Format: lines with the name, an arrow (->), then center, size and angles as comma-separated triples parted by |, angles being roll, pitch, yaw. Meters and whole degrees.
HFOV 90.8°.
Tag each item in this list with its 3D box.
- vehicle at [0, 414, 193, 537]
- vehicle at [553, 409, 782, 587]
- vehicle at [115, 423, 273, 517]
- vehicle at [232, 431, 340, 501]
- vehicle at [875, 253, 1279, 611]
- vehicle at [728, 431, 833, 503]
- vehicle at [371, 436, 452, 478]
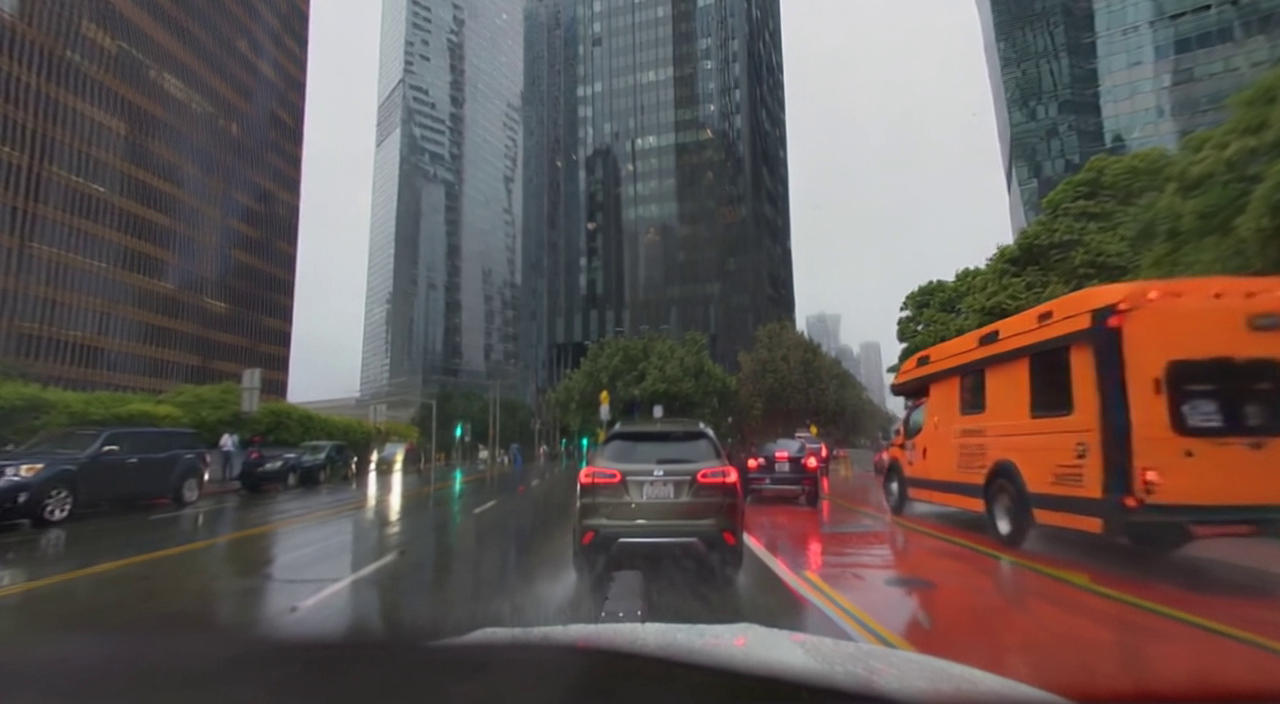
vehicle -> -10.332, 2.220, 11.825 | 1.543, 1.946, 3.454 | 1, -9, -5
vehicle -> 0.324, 1.713, 8.232 | 2.192, 1.695, 4.142 | 0, -8, 2
vehicle -> -10.667, 2.816, 15.434 | 1.482, 2.019, 3.297 | 0, -8, -3
vehicle -> -10.967, 3.510, 19.850 | 1.559, 1.973, 3.419 | 1, -8, -4
vehicle -> 6.310, 1.194, 9.281 | 3.113, 3.116, 7.650 | -1, -8, 3
vehicle -> 3.850, 3.236, 18.255 | 2.143, 1.793, 4.763 | 0, -8, 3
vehicle -> -11.659, 5.405, 32.754 | 2.338, 1.963, 5.740 | 0, -8, -3
